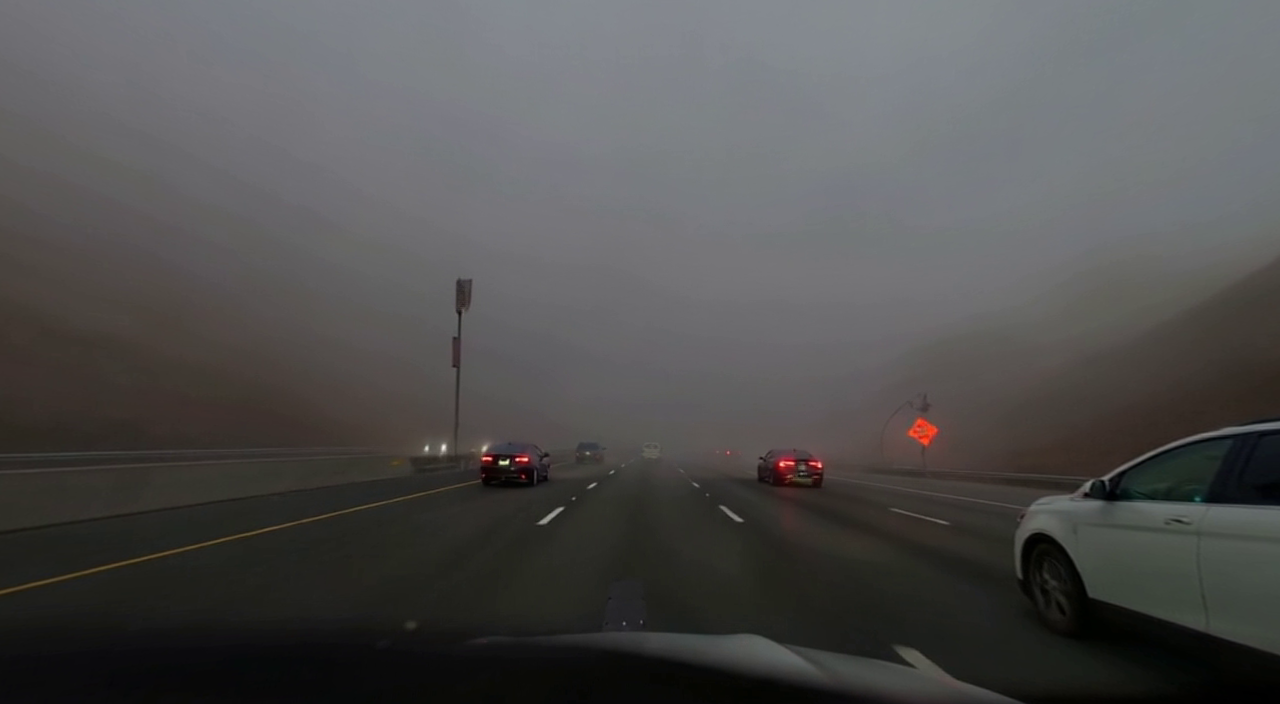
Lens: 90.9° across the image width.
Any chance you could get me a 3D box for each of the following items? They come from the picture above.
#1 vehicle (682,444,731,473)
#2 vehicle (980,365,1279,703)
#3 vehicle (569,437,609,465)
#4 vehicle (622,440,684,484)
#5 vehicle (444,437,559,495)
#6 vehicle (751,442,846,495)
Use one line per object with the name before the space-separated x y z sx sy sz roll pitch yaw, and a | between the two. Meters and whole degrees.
vehicle | 3.553 5.776 34.566 2.177 1.453 4.205 0 -8 0
vehicle | 3.857 0.908 2.862 2.018 1.670 4.658 0 -8 0
vehicle | -3.310 6.526 41.712 2.234 1.675 4.527 0 -8 1
vehicle | 0.482 4.145 24.117 2.138 1.473 4.392 0 -8 1
vehicle | -3.733 3.161 17.891 2.232 1.438 4.163 -1 -8 2
vehicle | 4.890 3.621 20.040 1.867 1.465 4.093 0 -8 -1
